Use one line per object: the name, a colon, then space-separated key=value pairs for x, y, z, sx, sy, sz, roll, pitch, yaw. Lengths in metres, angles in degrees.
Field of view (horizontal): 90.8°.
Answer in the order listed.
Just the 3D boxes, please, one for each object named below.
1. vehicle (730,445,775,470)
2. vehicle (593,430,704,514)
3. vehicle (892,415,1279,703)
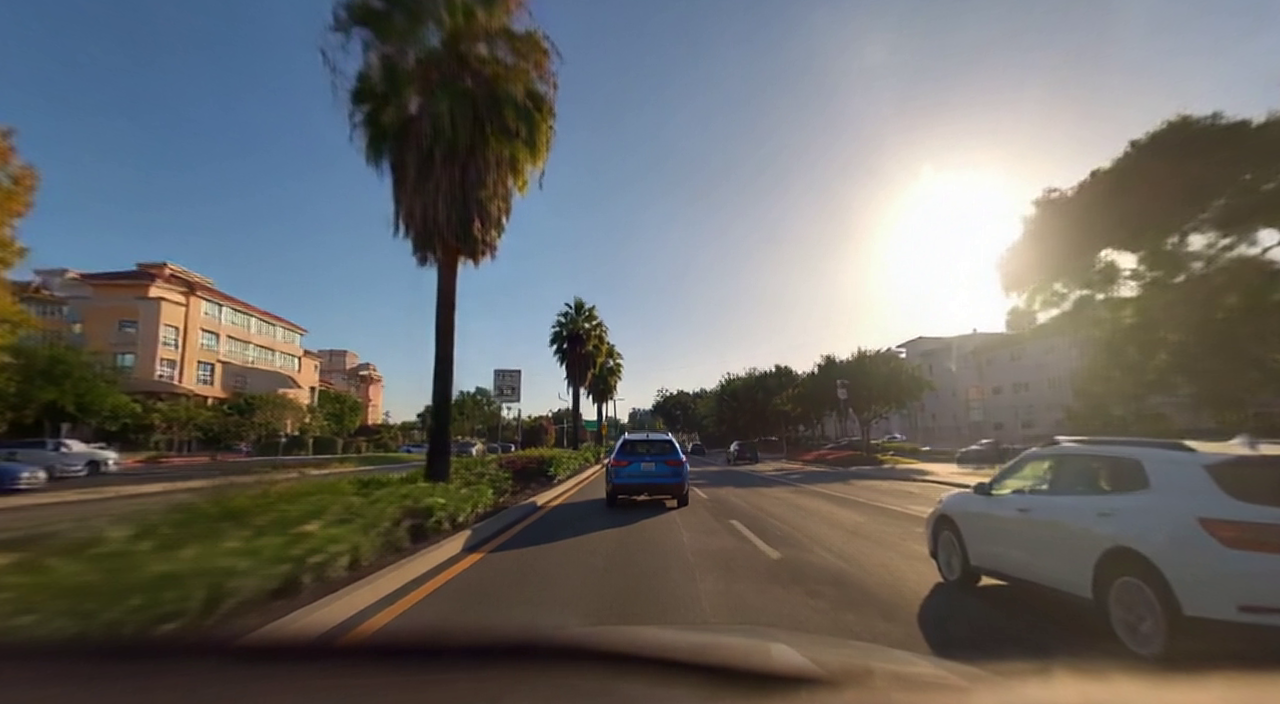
vehicle: x=6.961 y=6.572 z=39.579 sx=1.930 sy=1.457 sz=4.267 roll=0 pitch=-9 yaw=-2
vehicle: x=0.144 y=2.765 z=15.085 sx=2.239 sy=1.693 sz=4.301 roll=0 pitch=-8 yaw=-1
vehicle: x=3.937 y=1.354 z=5.055 sx=1.941 sy=1.472 sz=4.570 roll=0 pitch=-9 yaw=0
